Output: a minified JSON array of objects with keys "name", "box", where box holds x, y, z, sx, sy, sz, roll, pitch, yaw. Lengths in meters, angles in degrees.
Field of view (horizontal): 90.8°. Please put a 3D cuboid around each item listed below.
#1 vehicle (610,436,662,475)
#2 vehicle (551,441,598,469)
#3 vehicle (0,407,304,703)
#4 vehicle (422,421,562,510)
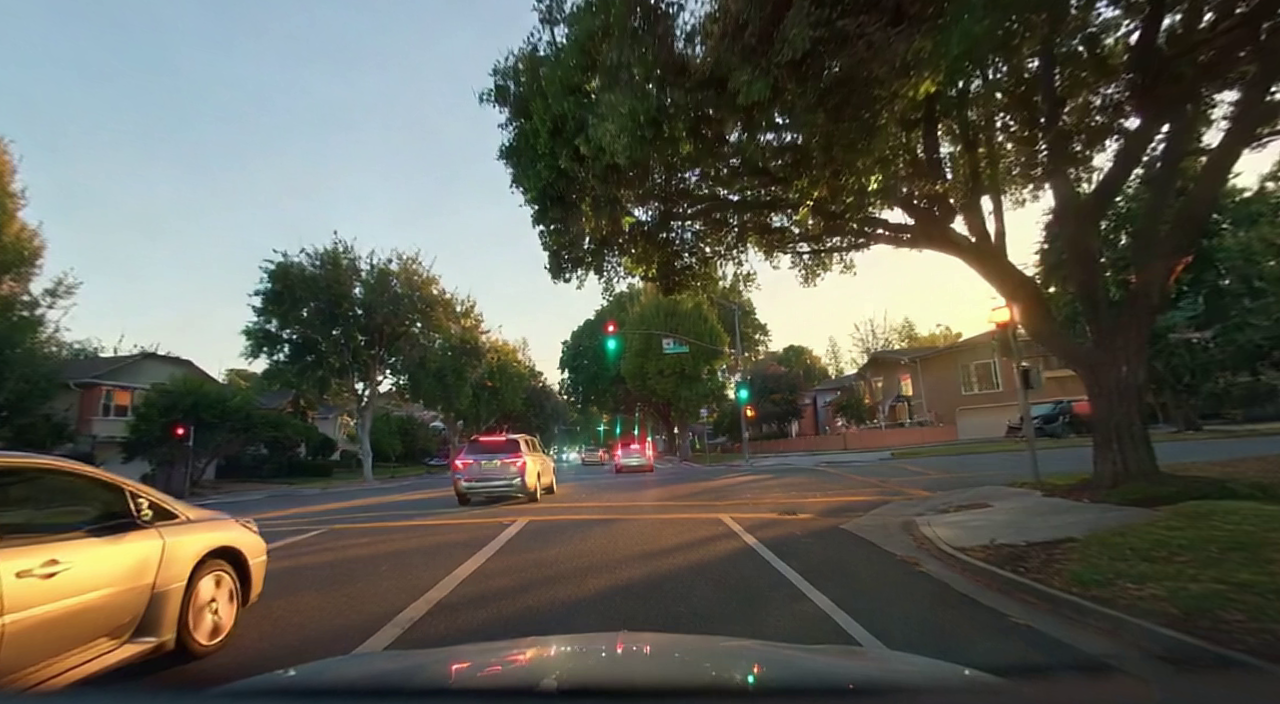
[{"name":"vehicle","box":[-0.210,4.338,26.786,2.062,1.518,3.901,0,-8,-1]},{"name":"vehicle","box":[-3.716,5.975,36.793,2.268,1.522,4.350,0,-8,0]},{"name":"vehicle","box":[-3.512,0.938,2.319,1.934,1.475,4.741,0,-8,0]},{"name":"vehicle","box":[-3.265,2.622,15.033,2.157,1.771,4.452,0,-8,1]}]
